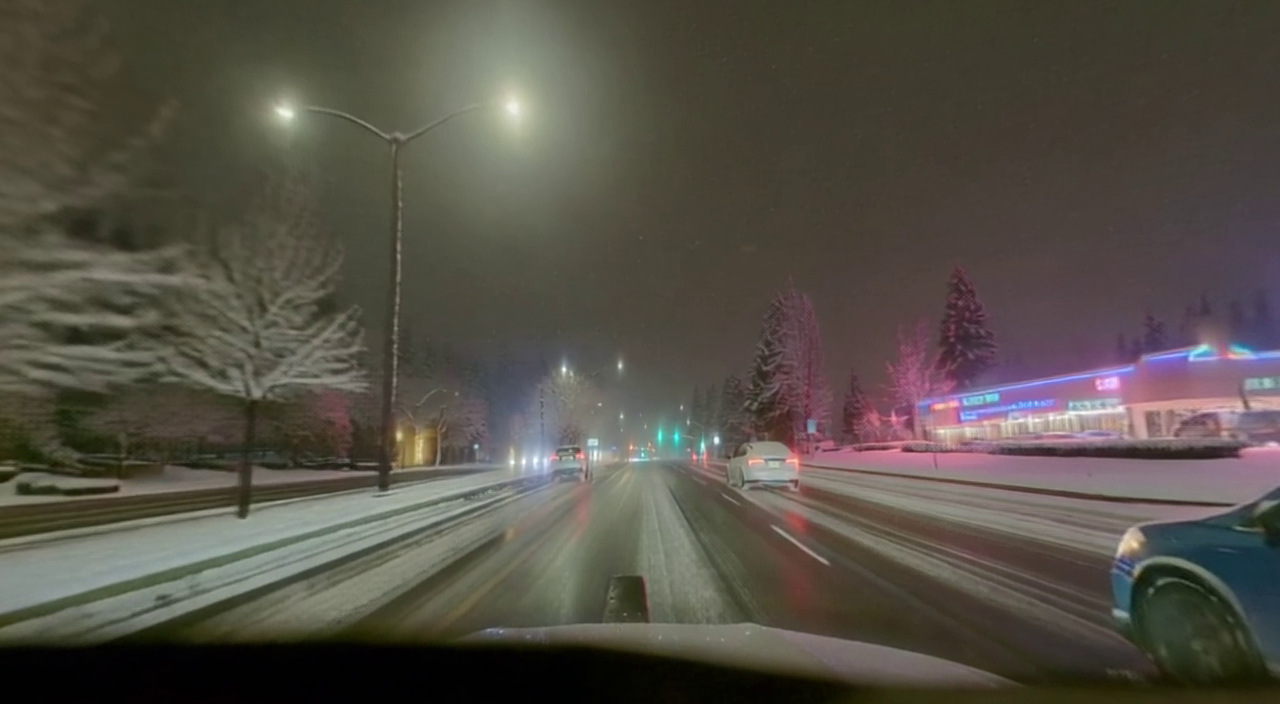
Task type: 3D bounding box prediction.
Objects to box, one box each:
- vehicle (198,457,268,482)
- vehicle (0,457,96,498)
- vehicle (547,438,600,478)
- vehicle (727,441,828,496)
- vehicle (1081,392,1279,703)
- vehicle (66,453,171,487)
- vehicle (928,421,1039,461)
[{"bbox_3d":[-29.921,8.616,46.520,1.881,1.630,4.843,0,-8,0],"label":"vehicle"},{"bbox_3d":[-27.445,5.541,27.924,4.681,1.623,1.998,5,-10,-31],"label":"vehicle"},{"bbox_3d":[-3.106,5.049,30.225,1.981,1.731,4.360,0,-8,1],"label":"vehicle"},{"bbox_3d":[4.113,3.556,19.750,2.036,1.480,4.659,0,-8,-1],"label":"vehicle"},{"bbox_3d":[3.560,0.718,1.251,1.976,1.491,4.714,0,-8,0],"label":"vehicle"},{"bbox_3d":[-30.881,6.967,37.544,1.925,1.776,4.722,-1,-8,4],"label":"vehicle"},{"bbox_3d":[20.629,5.430,38.462,2.705,2.011,7.332,-4,-8,1],"label":"vehicle"}]
